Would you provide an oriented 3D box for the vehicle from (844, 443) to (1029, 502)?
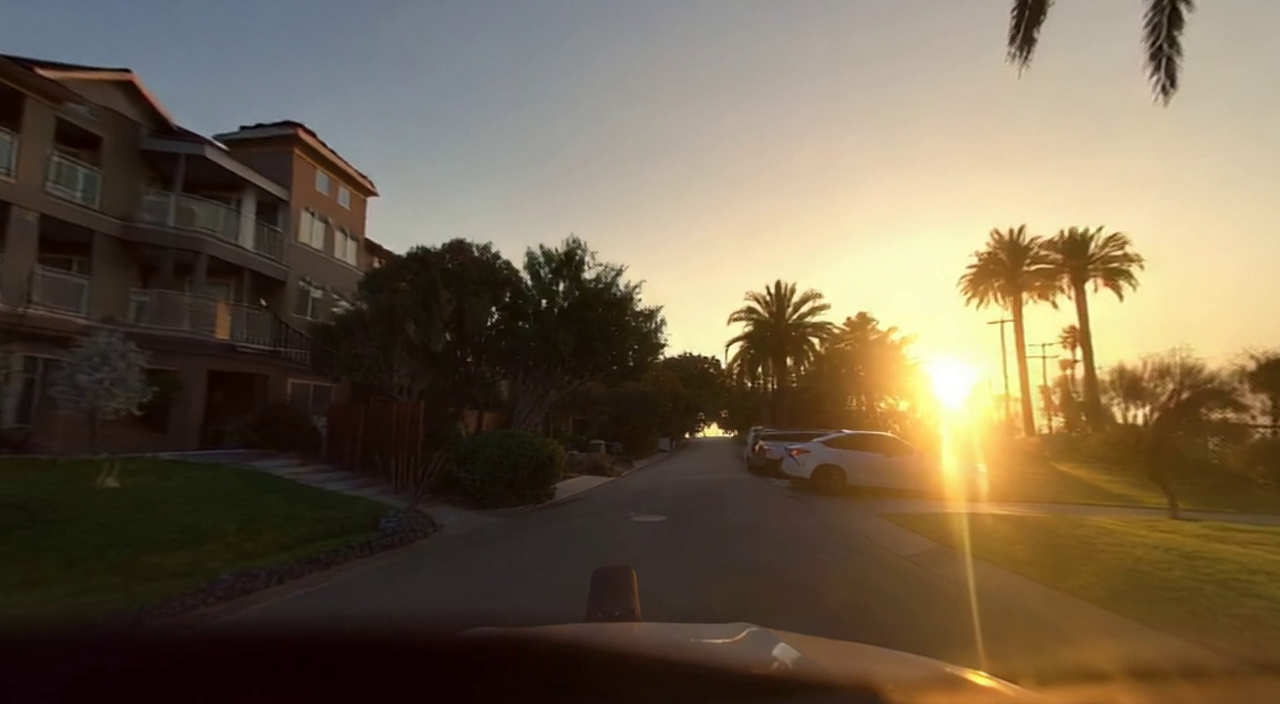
[{"bbox_3d":[7.922,3.259,17.343,4.195,1.446,1.979,-1,-9,11],"label":"vehicle"}]
